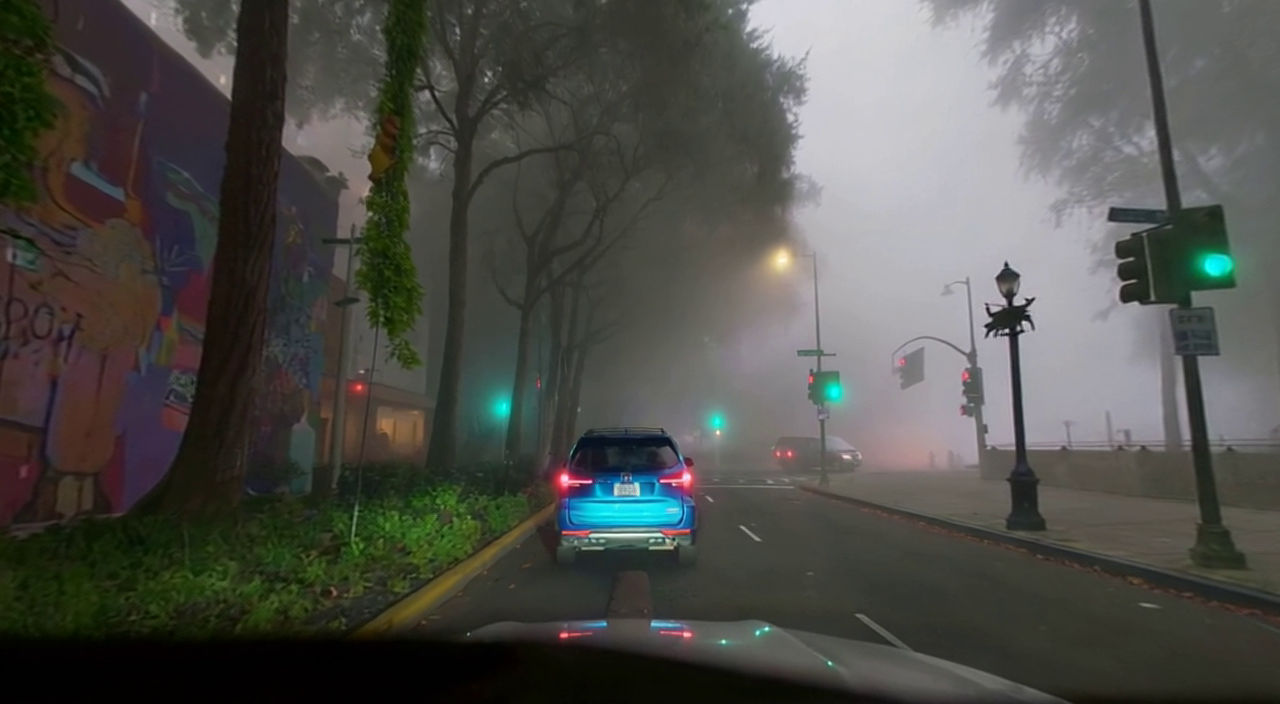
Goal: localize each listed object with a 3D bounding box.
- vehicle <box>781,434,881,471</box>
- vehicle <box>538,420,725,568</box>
[{"bbox_3d":[11.536,6.021,38.061,5.513,2.063,2.448,4,-10,-26],"label":"vehicle"},{"bbox_3d":[-0.101,1.882,9.040,2.079,1.621,3.861,0,-9,0],"label":"vehicle"}]
